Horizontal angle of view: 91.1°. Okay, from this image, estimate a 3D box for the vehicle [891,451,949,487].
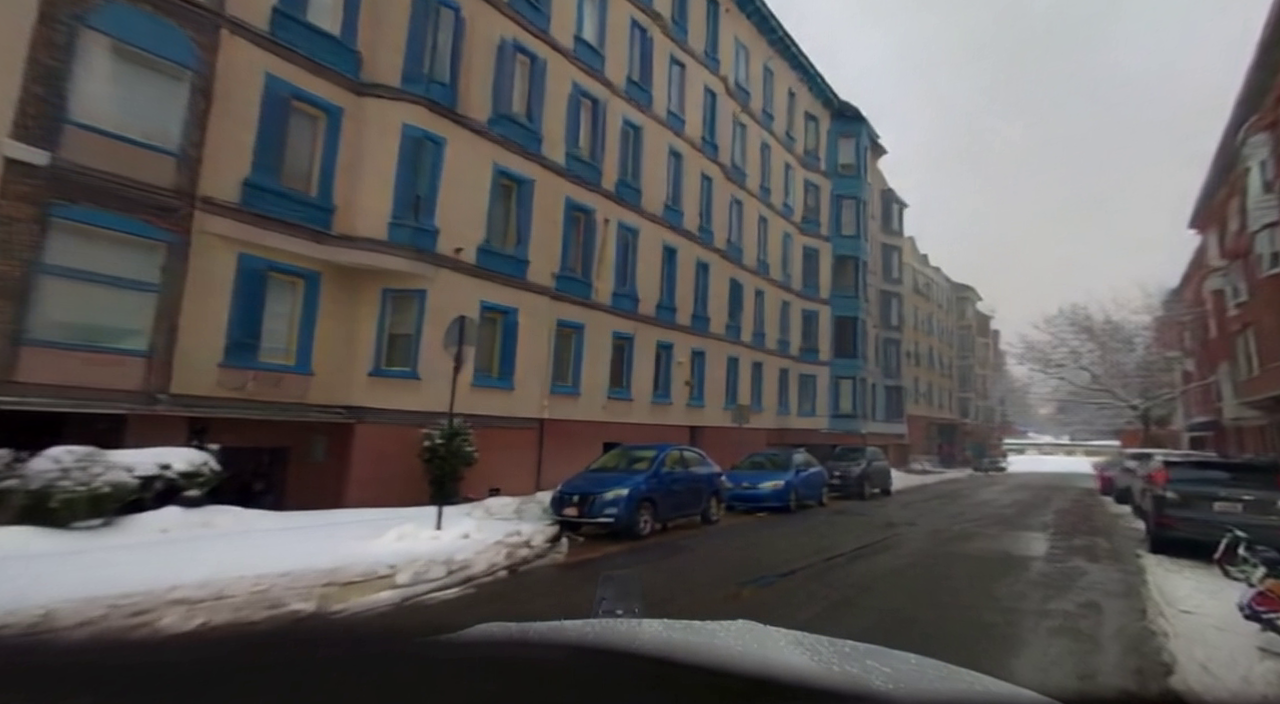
[{"bbox_3d":[13.379,5.503,29.970,1.840,1.493,3.761,-5,-9,33],"label":"vehicle"}]

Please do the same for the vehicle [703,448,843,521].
[{"bbox_3d":[3.384,3.094,15.335,1.830,1.427,4.294,-5,-9,33],"label":"vehicle"}]

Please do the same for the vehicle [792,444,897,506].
[{"bbox_3d":[6.466,3.709,19.602,1.942,1.629,4.302,-5,-9,34],"label":"vehicle"}]

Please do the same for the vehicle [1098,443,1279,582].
[{"bbox_3d":[8.456,2.239,9.645,1.883,1.615,4.234,-5,-9,31],"label":"vehicle"}]

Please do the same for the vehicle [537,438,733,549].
[{"bbox_3d":[0.071,2.234,10.675,1.719,1.519,3.414,-5,-9,32],"label":"vehicle"}]
